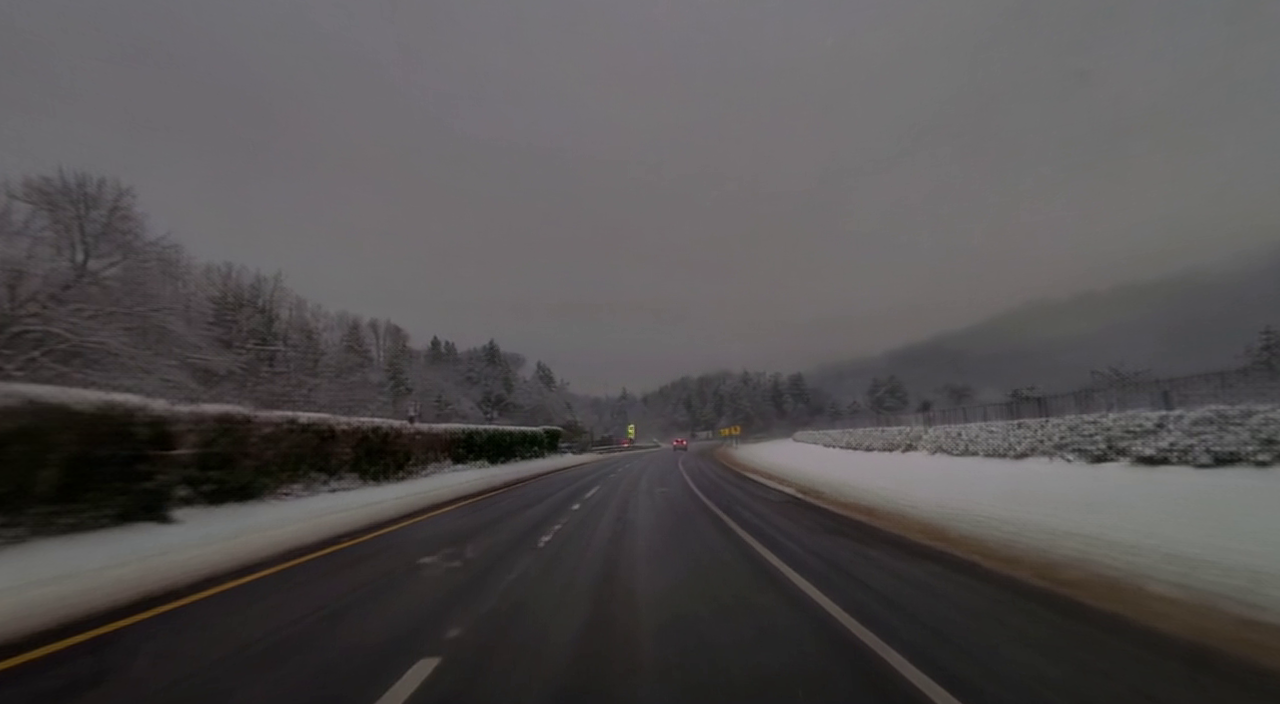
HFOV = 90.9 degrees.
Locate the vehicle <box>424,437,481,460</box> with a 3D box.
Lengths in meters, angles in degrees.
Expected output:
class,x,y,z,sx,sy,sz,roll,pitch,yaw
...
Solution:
class,x,y,z,sx,sy,sz,roll,pitch,yaw
vehicle,-13.572,6.987,45.865,2.141,1.612,3.998,-2,-8,15
